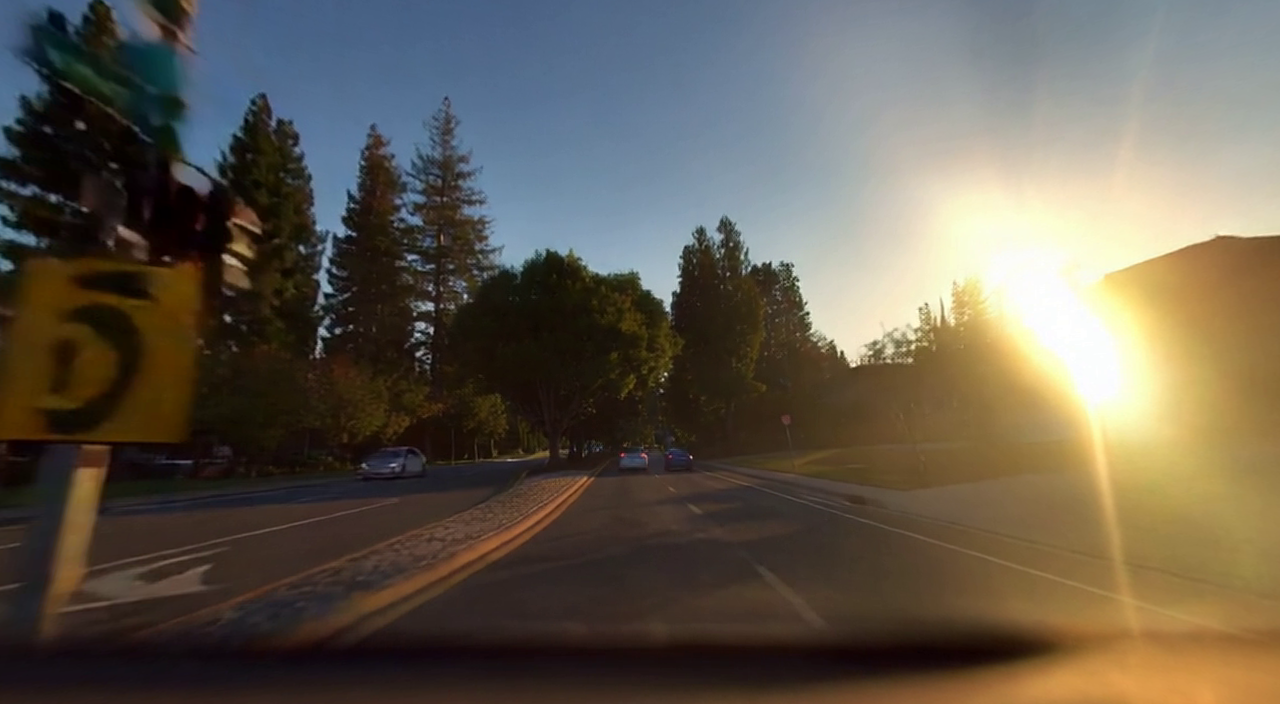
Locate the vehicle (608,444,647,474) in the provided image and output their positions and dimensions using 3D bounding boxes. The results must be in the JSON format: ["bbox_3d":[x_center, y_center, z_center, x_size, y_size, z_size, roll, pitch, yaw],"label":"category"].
[{"bbox_3d":[-0.668,5.811,34.575,2.018,1.511,3.993,0,-8,-1],"label":"vehicle"}]

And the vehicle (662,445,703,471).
[{"bbox_3d":[2.606,6.637,39.732,2.057,1.496,4.401,0,-8,-2],"label":"vehicle"}]

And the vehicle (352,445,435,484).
[{"bbox_3d":[-11.609,5.280,30.150,2.107,1.684,4.707,0,-8,-1],"label":"vehicle"}]
